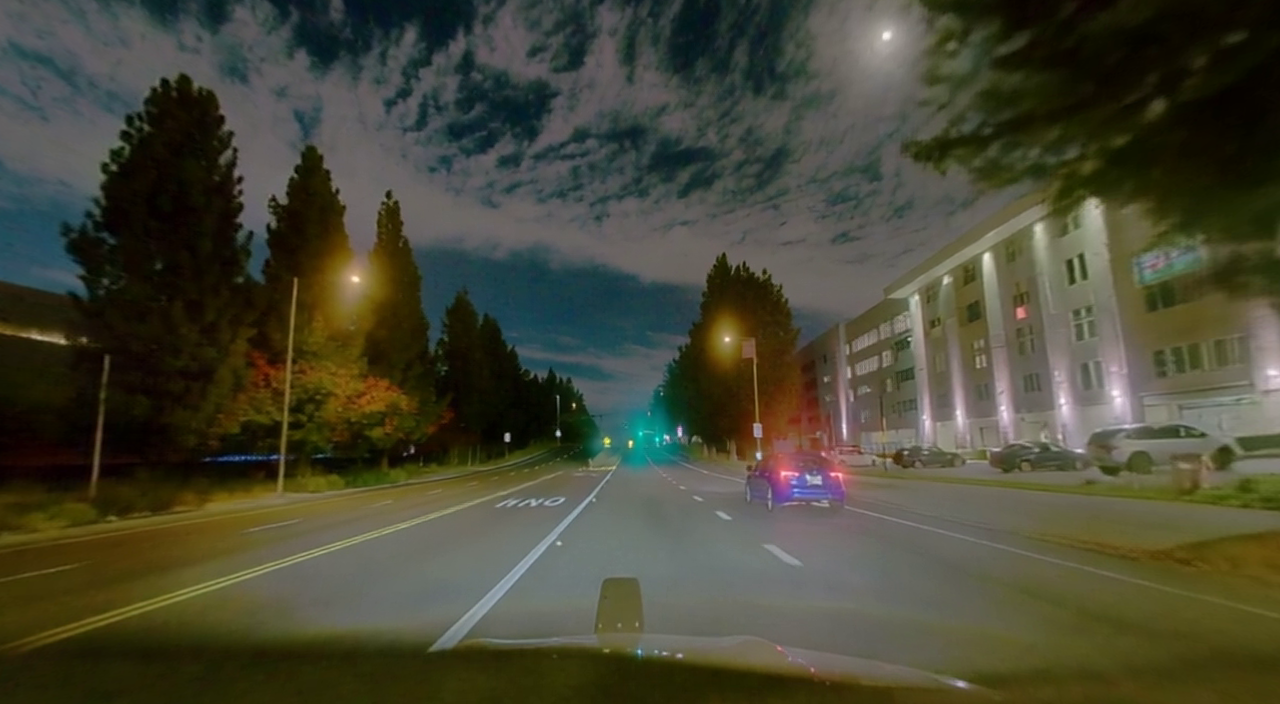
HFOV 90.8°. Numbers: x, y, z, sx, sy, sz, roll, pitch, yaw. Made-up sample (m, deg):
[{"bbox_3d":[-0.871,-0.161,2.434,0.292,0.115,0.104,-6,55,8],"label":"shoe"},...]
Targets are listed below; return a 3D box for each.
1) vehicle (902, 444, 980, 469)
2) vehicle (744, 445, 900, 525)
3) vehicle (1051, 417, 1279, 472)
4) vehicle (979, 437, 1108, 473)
[{"bbox_3d":[17.845,6.209,37.576,3.622,1.432,2.029,0,-9,-3],"label":"vehicle"},{"bbox_3d":[3.825,2.870,14.280,2.114,1.493,4.430,0,-9,-1],"label":"vehicle"},{"bbox_3d":[18.625,3.309,22.491,6.156,1.801,2.491,0,-9,1],"label":"vehicle"},{"bbox_3d":[18.177,4.638,28.617,4.436,1.556,1.997,0,-9,-1],"label":"vehicle"}]
